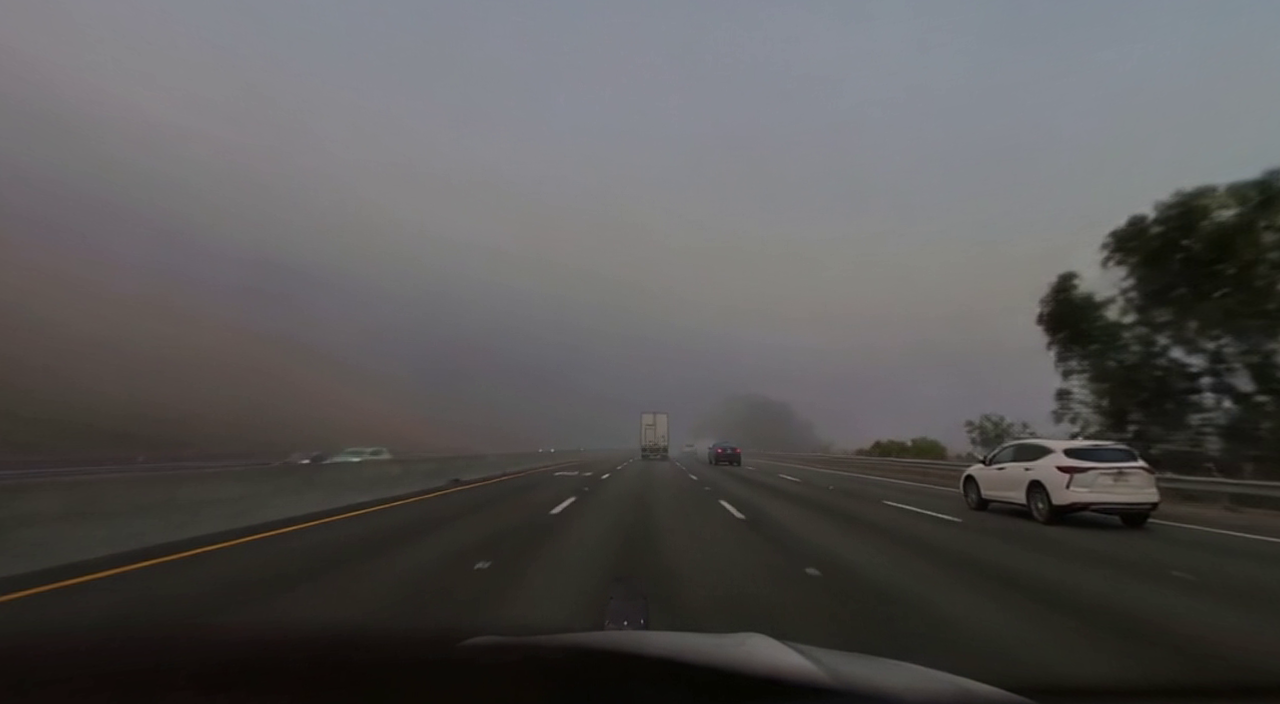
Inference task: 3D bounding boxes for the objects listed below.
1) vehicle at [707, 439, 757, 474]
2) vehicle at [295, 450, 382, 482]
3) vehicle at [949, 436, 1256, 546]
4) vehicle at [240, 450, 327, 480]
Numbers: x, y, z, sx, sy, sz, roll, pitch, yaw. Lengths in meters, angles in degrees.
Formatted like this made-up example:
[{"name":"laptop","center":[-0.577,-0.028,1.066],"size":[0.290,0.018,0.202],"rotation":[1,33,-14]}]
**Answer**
[{"name":"vehicle","center":[4.472,5.157,31.255],"size":[1.880,1.624,3.941],"rotation":[0,-8,0]},{"name":"vehicle","center":[-15.207,5.744,32.074],"size":[2.011,1.473,4.649],"rotation":[0,-9,2]},{"name":"vehicle","center":[7.236,2.180,10.582],"size":[1.982,1.440,4.171],"rotation":[0,-8,0]},{"name":"vehicle","center":[-19.152,6.056,34.102],"size":[1.956,1.472,4.506],"rotation":[0,-9,2]}]
